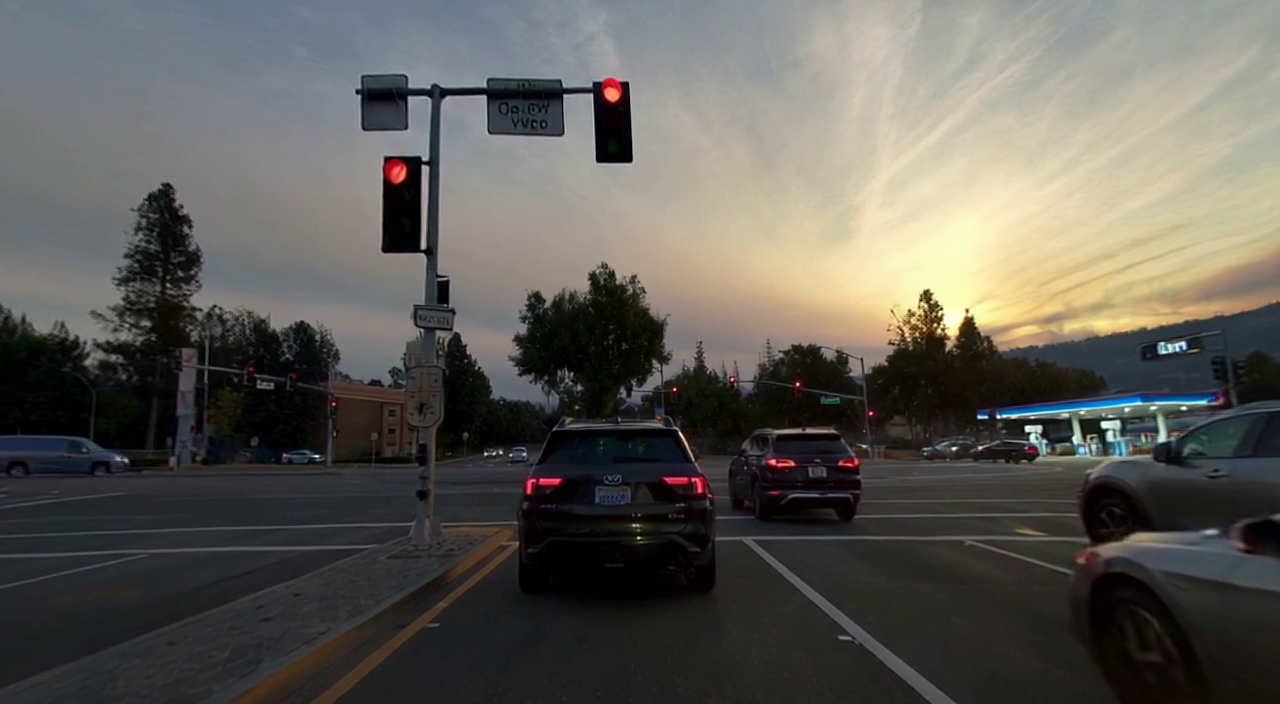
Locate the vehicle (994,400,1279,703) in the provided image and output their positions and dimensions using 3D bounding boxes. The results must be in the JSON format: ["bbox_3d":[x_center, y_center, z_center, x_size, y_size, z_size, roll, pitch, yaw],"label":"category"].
[{"bbox_3d":[3.089,0.794,1.405,1.965,1.460,4.581,0,-9,0],"label":"vehicle"}]

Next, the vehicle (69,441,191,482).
[{"bbox_3d":[-26.650,5.725,33.130,4.658,1.911,2.162,-2,-9,5],"label":"vehicle"}]

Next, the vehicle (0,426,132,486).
[{"bbox_3d":[-28.956,5.013,30.574,6.772,2.769,2.305,-1,-9,3],"label":"vehicle"}]

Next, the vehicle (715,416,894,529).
[{"bbox_3d":[2.890,2.244,12.335,2.060,1.783,4.411,0,-9,-3],"label":"vehicle"}]

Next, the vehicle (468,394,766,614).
[{"bbox_3d":[-0.212,1.553,7.406,2.351,1.733,4.616,0,-9,-1],"label":"vehicle"}]
